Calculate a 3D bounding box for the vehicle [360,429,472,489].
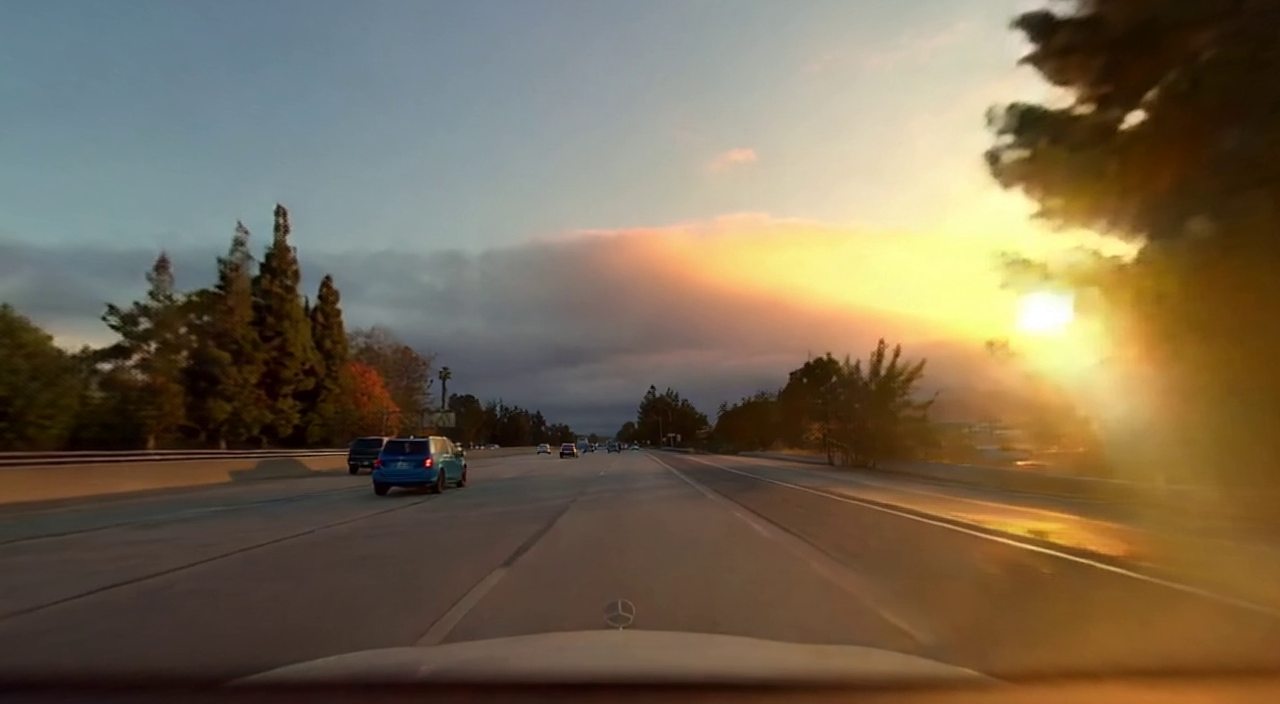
[{"bbox_3d":[-7.369,3.578,21.356,2.146,1.766,4.502,0,-9,0],"label":"vehicle"}]
